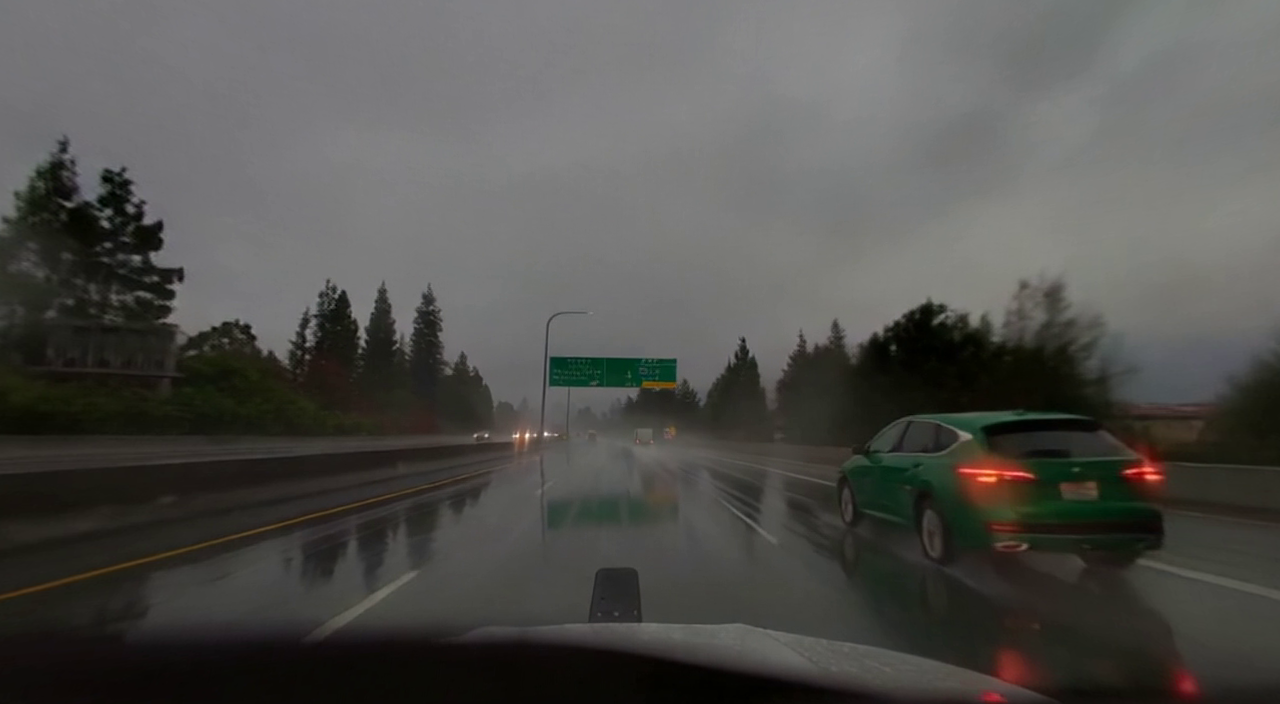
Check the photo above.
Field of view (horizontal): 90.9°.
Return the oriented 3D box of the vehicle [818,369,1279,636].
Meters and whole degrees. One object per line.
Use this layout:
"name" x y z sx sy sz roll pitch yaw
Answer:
"vehicle" 3.459 1.229 6.133 2.107 1.642 4.331 0 -8 -1
